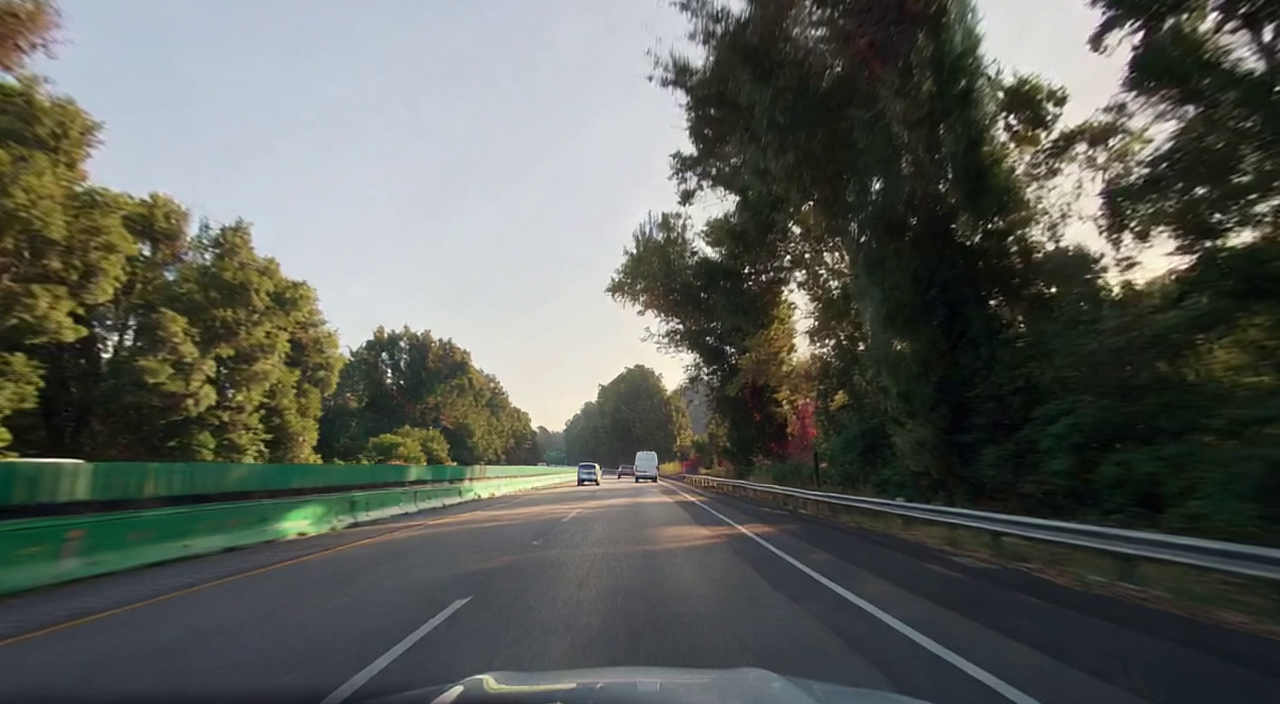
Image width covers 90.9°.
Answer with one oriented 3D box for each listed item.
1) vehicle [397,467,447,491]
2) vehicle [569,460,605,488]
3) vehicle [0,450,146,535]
[{"bbox_3d":[-14.242,8.315,41.385,1.854,1.440,4.311,1,-11,-2],"label":"vehicle"},{"bbox_3d":[-3.628,8.522,44.176,2.132,1.805,4.257,1,-11,0],"label":"vehicle"},{"bbox_3d":[-12.106,2.635,12.044,1.811,1.466,4.240,1,-11,0],"label":"vehicle"}]
